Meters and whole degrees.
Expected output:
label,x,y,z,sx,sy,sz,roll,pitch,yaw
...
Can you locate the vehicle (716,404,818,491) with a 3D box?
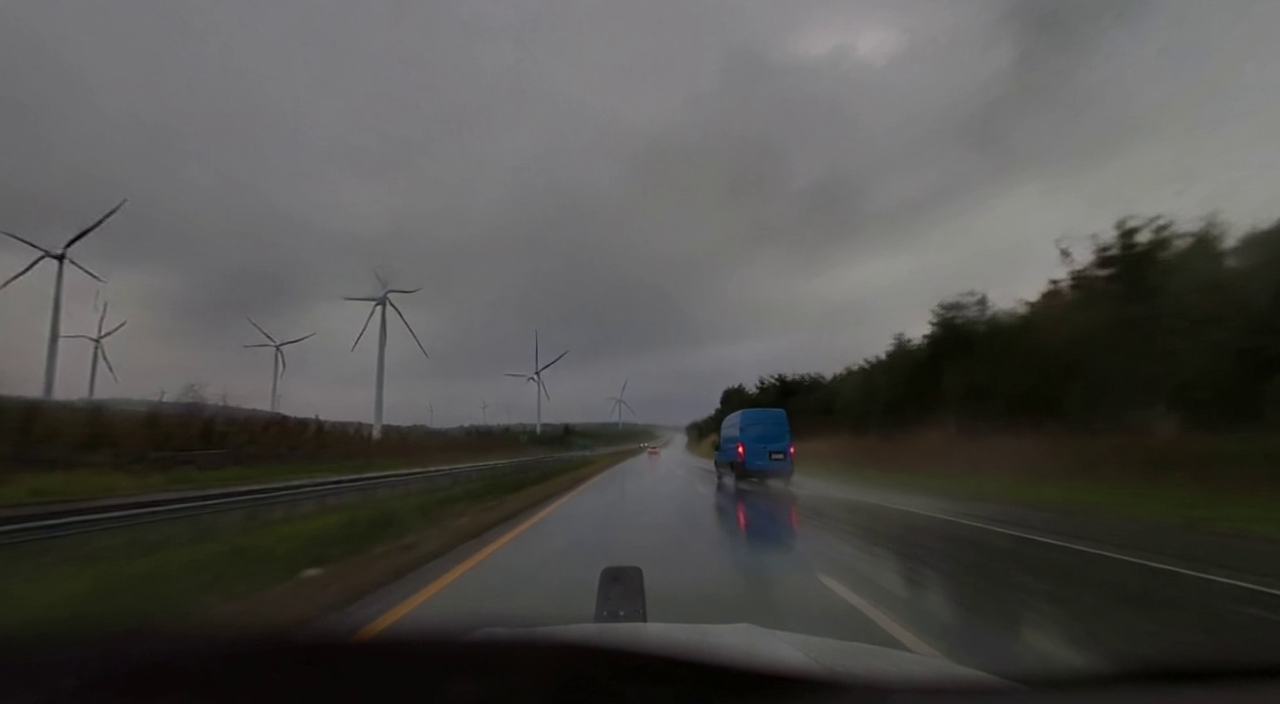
label,x,y,z,sx,sy,sz,roll,pitch,yaw
vehicle,4.363,3.449,22.799,2.437,2.735,5.507,0,-9,-1
